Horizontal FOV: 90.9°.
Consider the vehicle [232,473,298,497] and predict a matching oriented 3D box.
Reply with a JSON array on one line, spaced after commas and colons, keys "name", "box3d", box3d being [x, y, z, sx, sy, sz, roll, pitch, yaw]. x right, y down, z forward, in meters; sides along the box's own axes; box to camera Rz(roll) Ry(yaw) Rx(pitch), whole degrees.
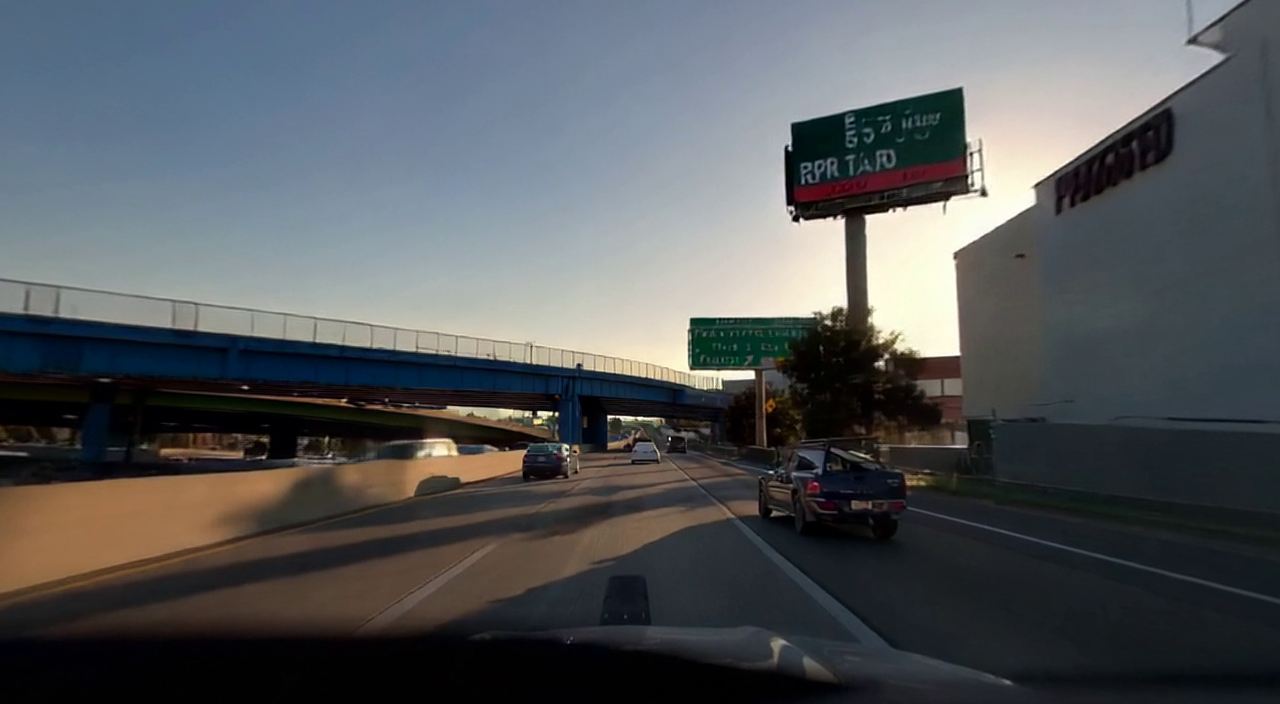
[{"name": "vehicle", "box3d": [-28.252, 9.995, 47.678, 2.125, 1.513, 4.588, 0, -8, 1]}]

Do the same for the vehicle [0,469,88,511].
[{"name": "vehicle", "box3d": [-35.458, 7.802, 35.860, 2.649, 1.971, 5.971, 0, -8, 1]}]

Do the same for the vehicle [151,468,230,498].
[{"name": "vehicle", "box3d": [-31.592, 9.221, 44.527, 2.002, 1.782, 4.776, 0, -8, 1]}]

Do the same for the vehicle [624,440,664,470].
[{"name": "vehicle", "box3d": [0.187, 5.063, 31.126, 1.877, 1.386, 3.872, 0, -8, 0]}]

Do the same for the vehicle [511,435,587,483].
[{"name": "vehicle", "box3d": [-3.249, 3.923, 23.392, 2.064, 1.589, 4.213, 0, -8, 2]}]
